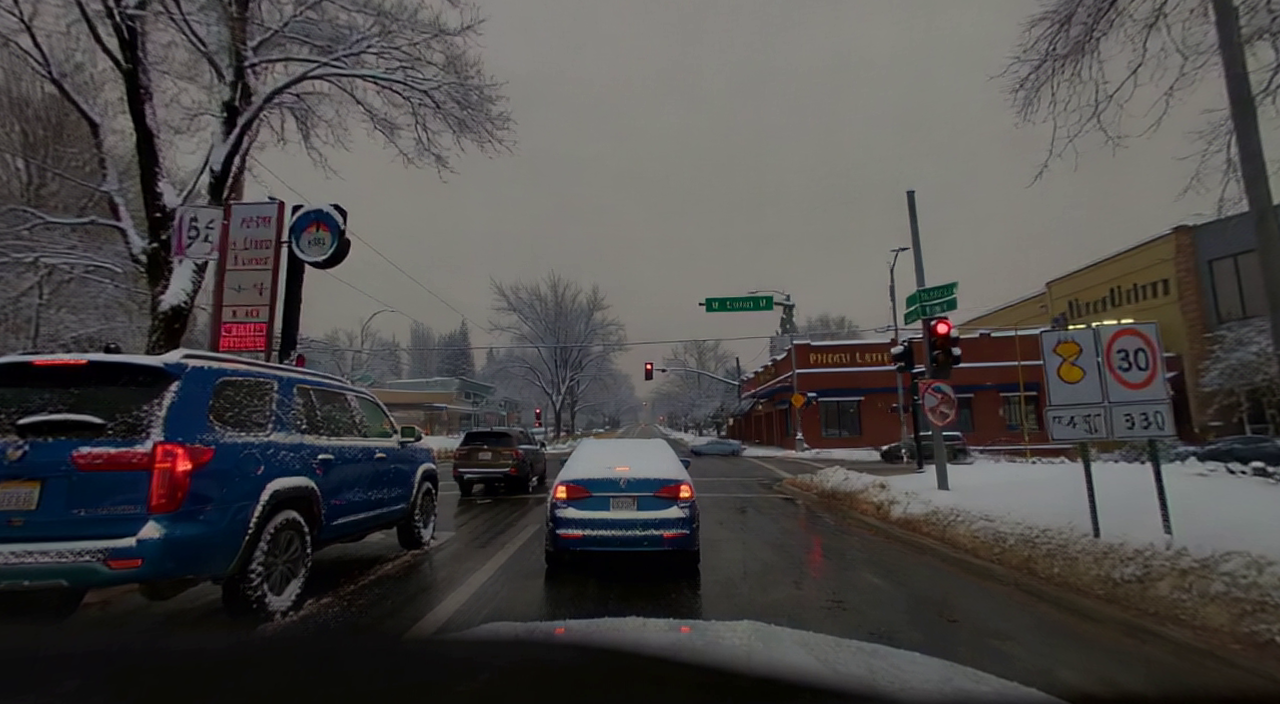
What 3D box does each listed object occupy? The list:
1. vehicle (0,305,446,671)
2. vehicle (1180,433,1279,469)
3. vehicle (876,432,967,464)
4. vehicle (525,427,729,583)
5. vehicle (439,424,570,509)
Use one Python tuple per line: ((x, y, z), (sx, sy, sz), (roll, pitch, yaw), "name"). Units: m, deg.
((-3.821, 1.134, 6.220), (2.152, 2.118, 5.066), (0, -8, 0), "vehicle")
((26.805, 4.278, 27.104), (1.845, 1.476, 4.809), (3, -9, -23), "vehicle")
((15.752, 5.400, 35.360), (4.116, 1.719, 2.069), (-1, -9, 5), "vehicle")
((-0.167, 1.787, 8.194), (1.966, 1.481, 4.146), (0, -8, -1), "vehicle")
((-2.927, 2.593, 14.605), (2.047, 1.664, 4.148), (0, -8, 1), "vehicle")
